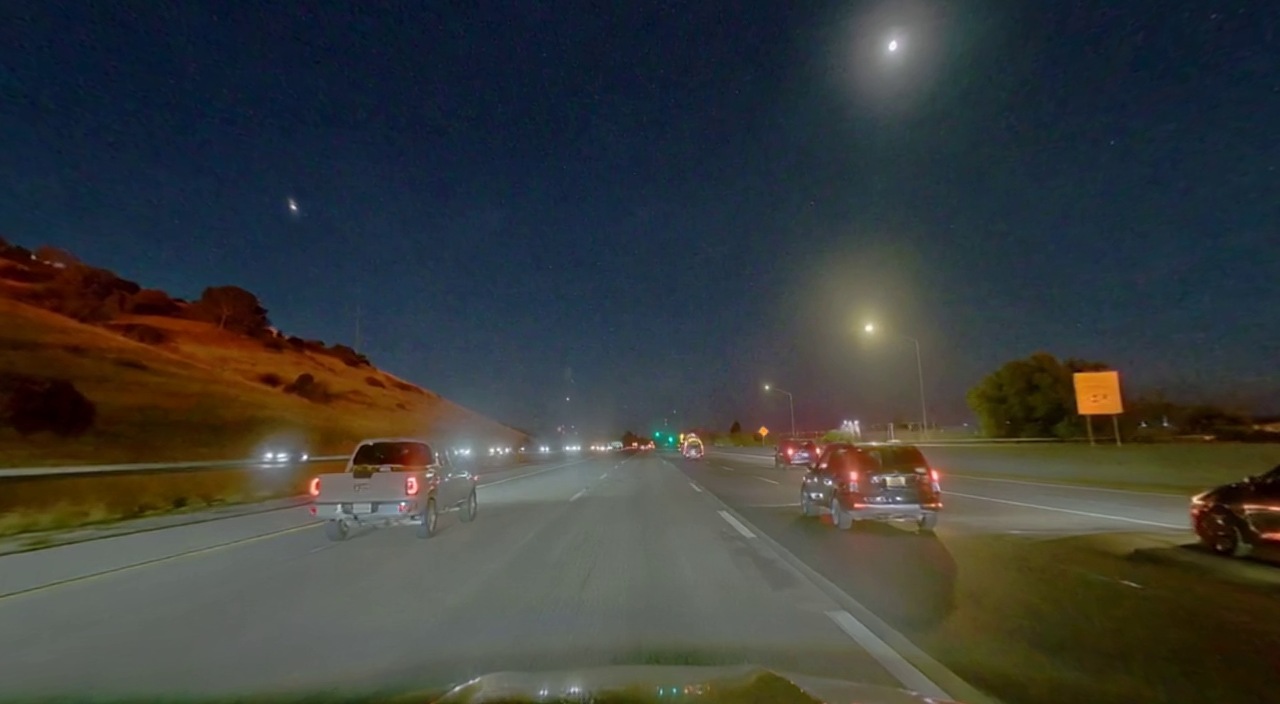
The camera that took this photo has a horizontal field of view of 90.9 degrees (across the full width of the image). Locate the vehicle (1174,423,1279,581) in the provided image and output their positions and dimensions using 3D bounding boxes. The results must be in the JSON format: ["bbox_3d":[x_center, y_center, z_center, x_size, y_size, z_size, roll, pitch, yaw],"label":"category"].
[{"bbox_3d":[7.115,1.227,4.674,2.035,1.486,4.867,0,-8,0],"label":"vehicle"}]

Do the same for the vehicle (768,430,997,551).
[{"bbox_3d":[3.470,2.054,10.077,1.941,1.481,4.300,0,-8,0],"label":"vehicle"}]

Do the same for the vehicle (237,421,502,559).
[{"bbox_3d":[-3.805,2.019,9.981,2.166,1.672,4.388,0,-8,1],"label":"vehicle"}]

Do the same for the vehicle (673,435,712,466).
[{"bbox_3d":[3.476,6.603,42.502,2.121,1.925,5.056,0,-8,-1],"label":"vehicle"}]
